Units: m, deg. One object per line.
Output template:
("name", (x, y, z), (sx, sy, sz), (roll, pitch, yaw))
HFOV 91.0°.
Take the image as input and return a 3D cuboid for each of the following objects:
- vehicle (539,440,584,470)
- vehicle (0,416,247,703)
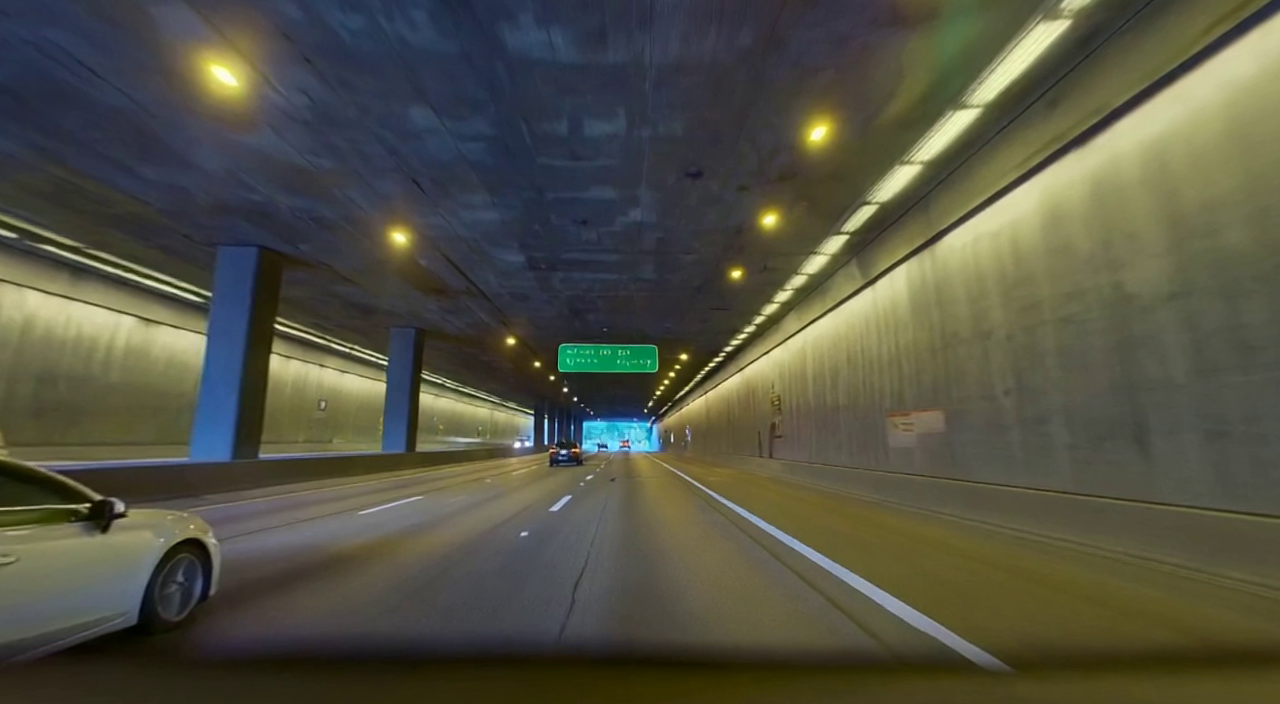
("vehicle", (-4.160, 5.525, 34.111), (1.973, 1.474, 4.199), (0, -8, -1))
("vehicle", (-3.931, 0.978, 2.589), (1.885, 1.424, 4.230), (-1, -8, 0))
